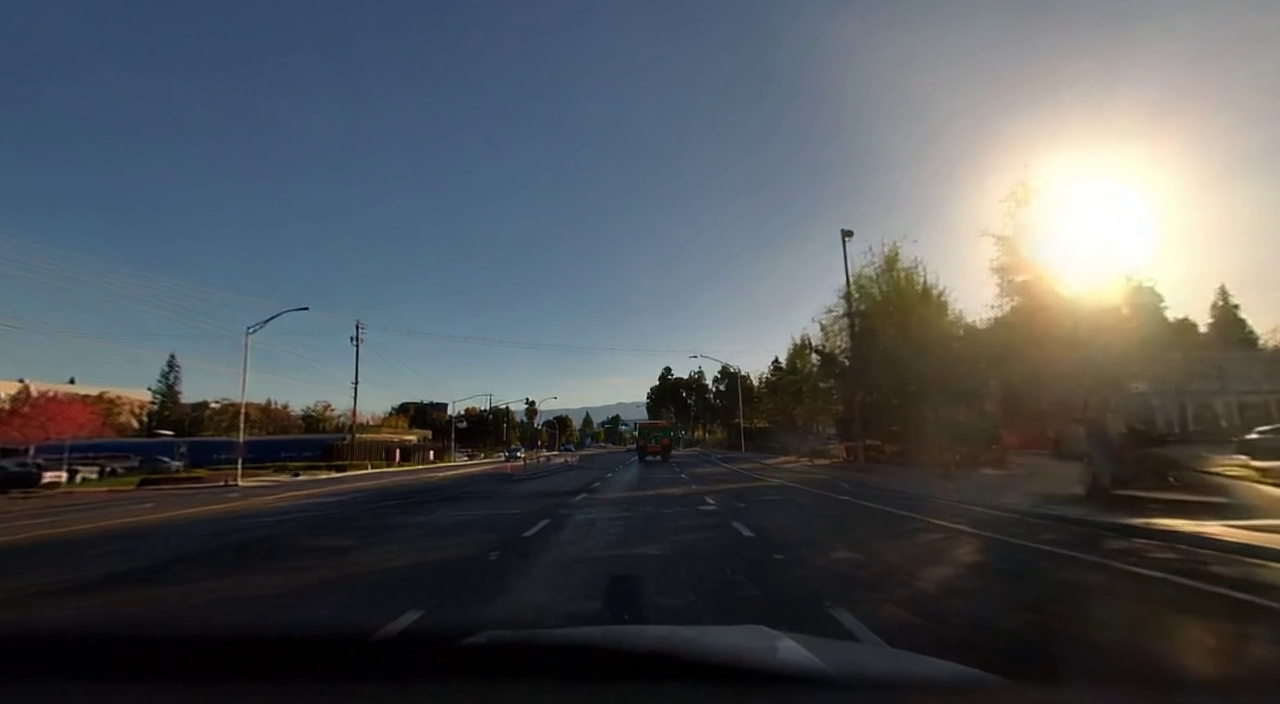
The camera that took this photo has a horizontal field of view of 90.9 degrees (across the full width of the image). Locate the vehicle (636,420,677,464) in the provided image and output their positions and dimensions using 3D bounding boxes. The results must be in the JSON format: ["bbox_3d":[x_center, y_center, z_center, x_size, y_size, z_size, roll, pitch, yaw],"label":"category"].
[{"bbox_3d":[1.177,7.128,49.960,2.843,3.120,10.422,0,-8,0],"label":"vehicle"}]
